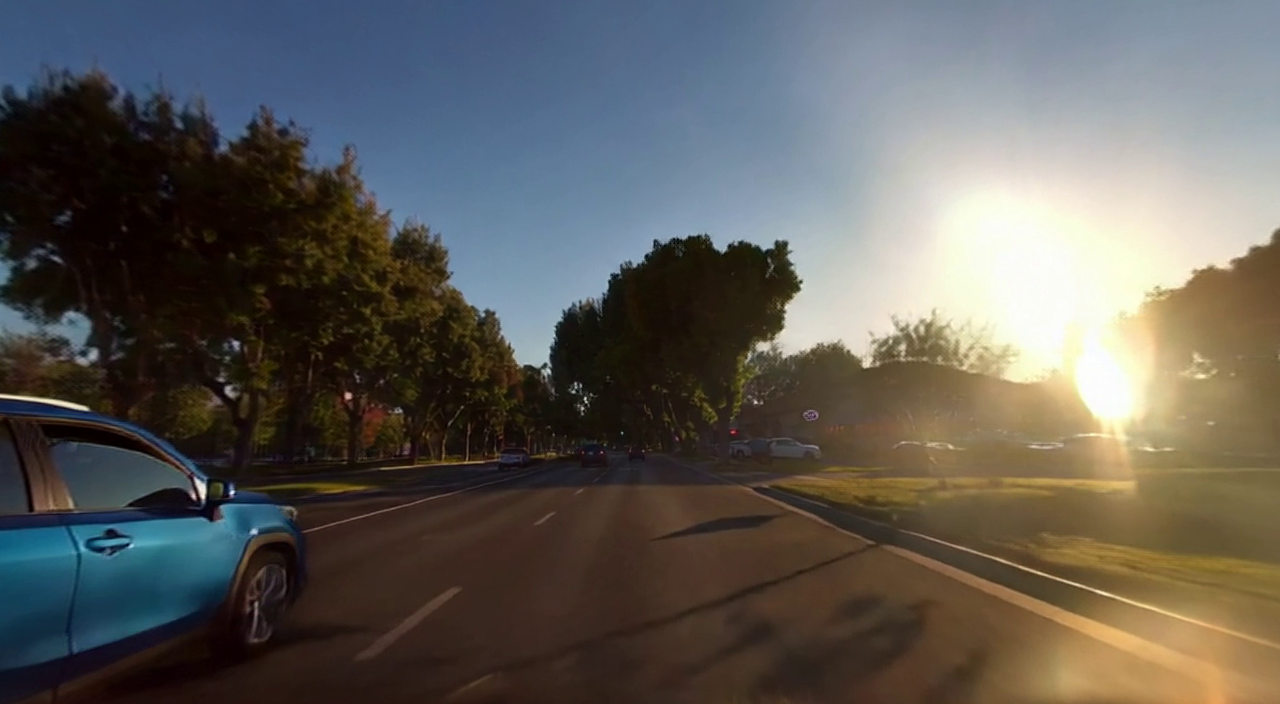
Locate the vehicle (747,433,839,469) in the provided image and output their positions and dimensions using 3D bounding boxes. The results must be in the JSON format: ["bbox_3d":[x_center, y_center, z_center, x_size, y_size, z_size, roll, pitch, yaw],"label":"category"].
[{"bbox_3d":[8.904,5.768,36.812,5.031,1.951,2.184,-2,-9,15],"label":"vehicle"}]

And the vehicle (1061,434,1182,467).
[{"bbox_3d":[26.749,5.476,35.380,2.672,1.580,5.933,-3,-8,7],"label":"vehicle"}]

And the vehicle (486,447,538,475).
[{"bbox_3d":[-7.351,6.274,36.660,1.990,1.483,4.410,0,-8,1],"label":"vehicle"}]

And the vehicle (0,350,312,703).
[{"bbox_3d":[-3.298,0.820,2.133,2.127,1.654,4.121,0,-8,0],"label":"vehicle"}]

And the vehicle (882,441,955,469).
[{"bbox_3d":[15.899,5.873,36.234,2.177,1.397,4.511,-2,-8,1],"label":"vehicle"}]
